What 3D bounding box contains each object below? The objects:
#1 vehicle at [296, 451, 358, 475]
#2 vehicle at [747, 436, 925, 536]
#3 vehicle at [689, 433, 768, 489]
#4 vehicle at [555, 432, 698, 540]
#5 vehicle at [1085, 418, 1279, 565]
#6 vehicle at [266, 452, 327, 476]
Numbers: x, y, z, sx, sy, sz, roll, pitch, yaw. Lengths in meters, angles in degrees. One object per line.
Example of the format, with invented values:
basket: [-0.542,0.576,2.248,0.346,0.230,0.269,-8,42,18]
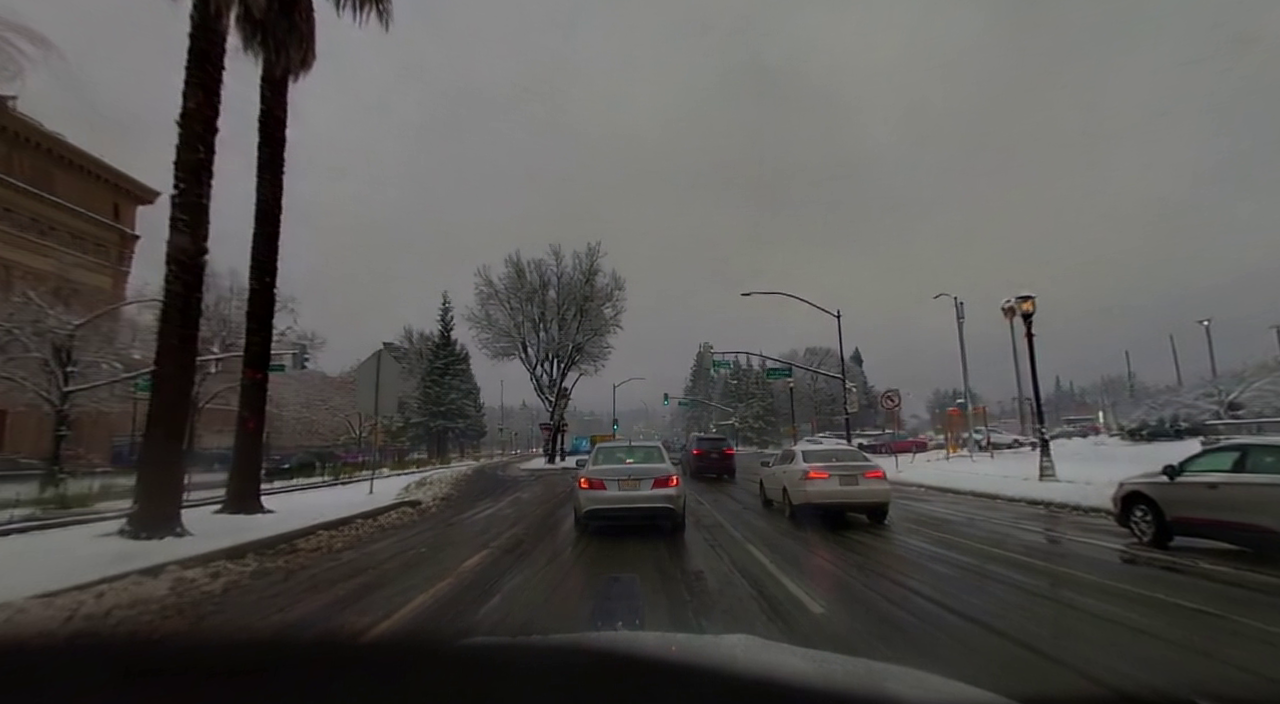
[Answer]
vehicle: [-20.958,7.439,42.550,1.871,1.467,4.424,0,-9,0]
vehicle: [3.306,2.332,11.629,1.833,1.465,4.258,0,-9,-1]
vehicle: [3.251,4.229,25.096,2.127,1.854,7.971,0,-8,1]
vehicle: [-0.201,2.207,10.998,2.050,1.521,3.747,0,-9,0]
vehicle: [7.905,1.642,7.734,1.875,1.588,4.072,0,-8,-1]
vehicle: [-24.187,7.867,44.656,1.857,1.532,4.386,0,-9,0]
